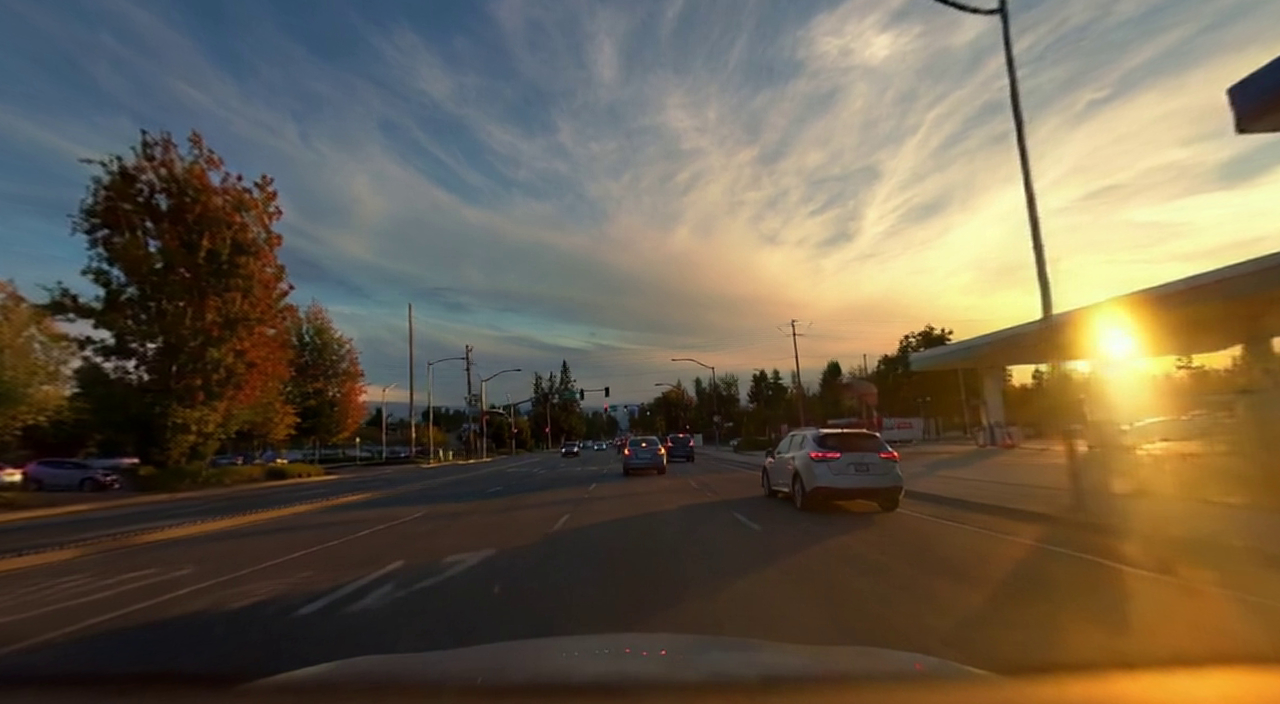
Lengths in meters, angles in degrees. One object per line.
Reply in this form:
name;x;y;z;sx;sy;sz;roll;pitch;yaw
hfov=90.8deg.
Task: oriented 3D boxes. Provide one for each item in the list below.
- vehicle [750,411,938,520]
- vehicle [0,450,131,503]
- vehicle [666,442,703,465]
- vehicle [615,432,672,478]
vehicle;3.837;2.252;13.058;2.116;1.791;5.006;0;-8;-1
vehicle;-24.355;4.945;25.390;2.100;1.937;5.517;-4;-9;26
vehicle;2.648;6.149;38.317;1.822;1.331;3.583;0;-8;-3
vehicle;0.055;4.166;25.768;2.164;1.718;3.881;0;-8;-2
